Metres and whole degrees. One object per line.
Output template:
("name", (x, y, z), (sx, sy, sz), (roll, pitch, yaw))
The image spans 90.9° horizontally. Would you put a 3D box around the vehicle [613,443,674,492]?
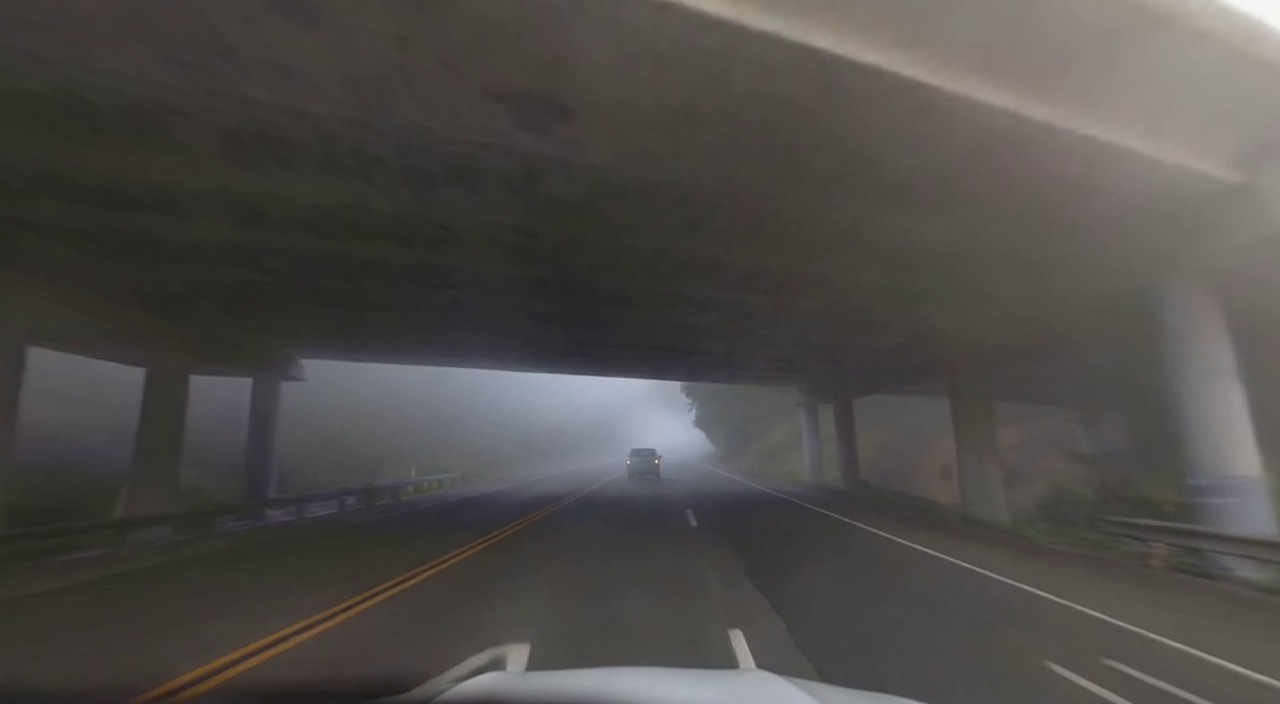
("vehicle", (0.164, 4.140, 22.762), (2.037, 1.601, 3.643), (0, -9, 2))
